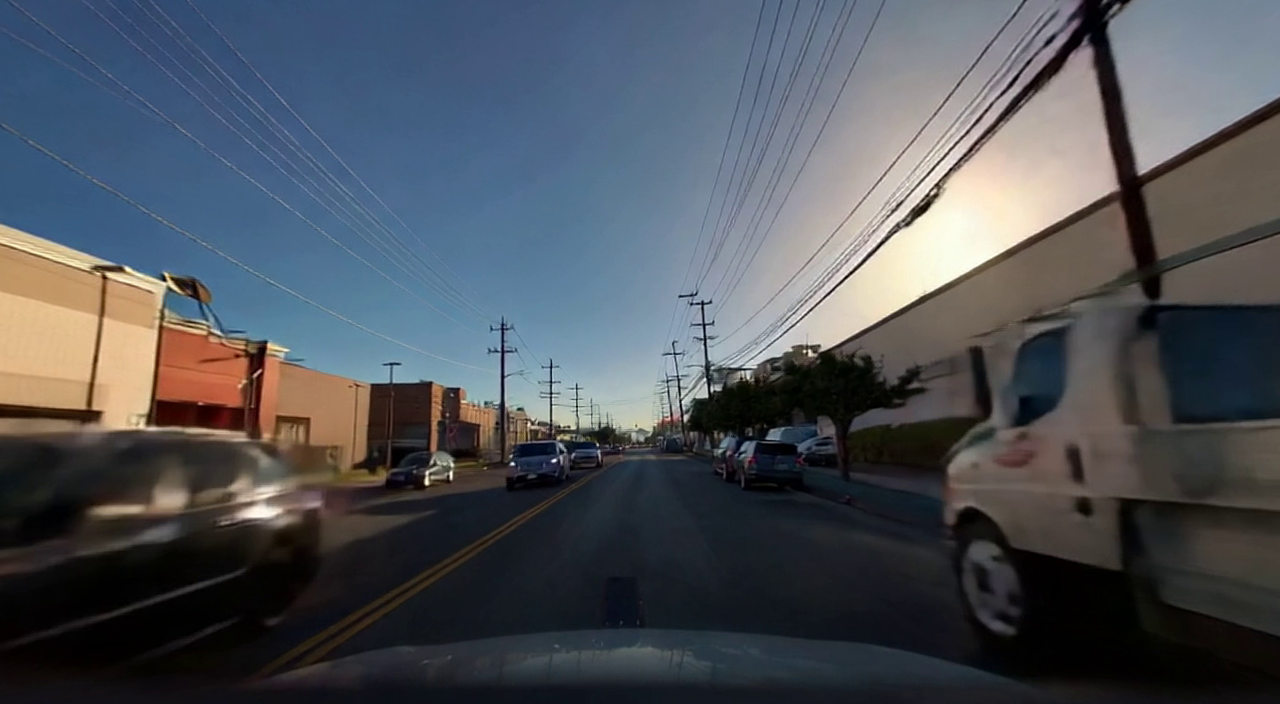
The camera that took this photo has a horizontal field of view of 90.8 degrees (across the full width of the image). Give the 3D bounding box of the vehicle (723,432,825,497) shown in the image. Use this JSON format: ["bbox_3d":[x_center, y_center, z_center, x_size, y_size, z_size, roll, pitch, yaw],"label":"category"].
[{"bbox_3d":[3.886,3.358,19.273,2.092,1.730,4.595,0,-9,0],"label":"vehicle"}]

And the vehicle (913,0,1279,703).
[{"bbox_3d":[3.512,-0.460,0.526,2.874,3.757,8.612,3,-9,1],"label":"vehicle"}]

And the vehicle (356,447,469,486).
[{"bbox_3d":[-10.929,5.556,30.590,4.936,1.703,1.959,3,-14,-19],"label":"vehicle"}]

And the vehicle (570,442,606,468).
[{"bbox_3d":[-3.834,7.720,47.563,2.229,1.889,4.816,0,-9,1],"label":"vehicle"}]

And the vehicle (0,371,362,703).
[{"bbox_3d":[-3.525,1.091,3.481,2.061,1.679,4.042,-1,-9,1],"label":"vehicle"}]

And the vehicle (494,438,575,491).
[{"bbox_3d":[-3.706,4.032,23.038,2.100,1.723,4.433,0,-9,1],"label":"vehicle"}]
